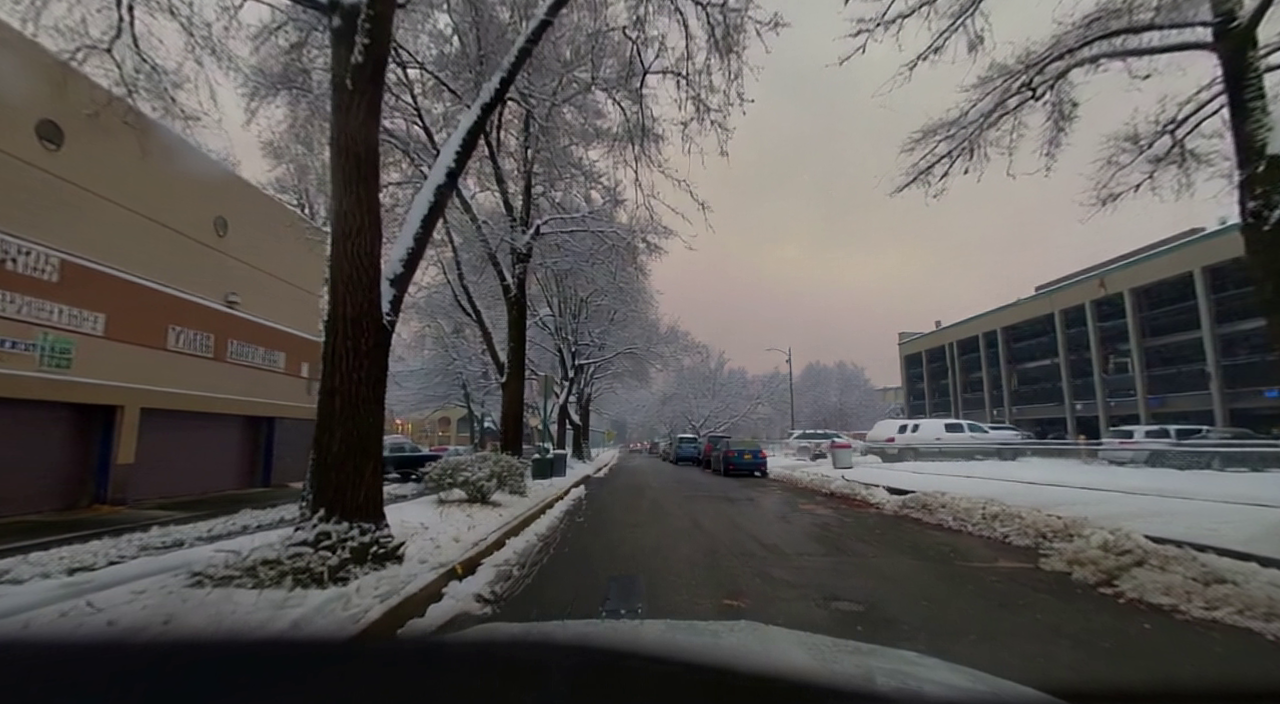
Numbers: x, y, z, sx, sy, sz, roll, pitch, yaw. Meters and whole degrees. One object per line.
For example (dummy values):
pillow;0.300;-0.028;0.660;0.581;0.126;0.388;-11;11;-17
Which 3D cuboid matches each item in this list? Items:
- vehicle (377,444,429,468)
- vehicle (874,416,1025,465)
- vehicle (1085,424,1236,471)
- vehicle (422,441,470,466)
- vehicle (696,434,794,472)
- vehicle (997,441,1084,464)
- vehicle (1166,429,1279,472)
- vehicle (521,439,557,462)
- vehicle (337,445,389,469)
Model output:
vehicle;-16.897;7.434;45.289;1.850;1.531;4.256;0;-8;4
vehicle;13.795;3.972;28.405;5.540;2.045;2.259;0;-8;-2
vehicle;25.816;4.746;31.484;5.596;2.168;2.307;2;-8;-4
vehicle;-14.037;7.372;45.965;1.888;1.657;4.138;0;-8;5
vehicle;5.226;4.978;31.307;4.626;1.723;1.939;5;-10;-33
vehicle;26.589;6.676;42.039;4.558;1.452;1.790;0;-8;-1
vehicle;26.624;4.374;28.079;4.591;1.808;2.016;0;-9;0
vehicle;-7.540;7.402;47.592;1.993;1.640;4.457;0;-8;-1
vehicle;-19.914;7.540;45.651;1.880;1.617;3.870;0;-8;2
